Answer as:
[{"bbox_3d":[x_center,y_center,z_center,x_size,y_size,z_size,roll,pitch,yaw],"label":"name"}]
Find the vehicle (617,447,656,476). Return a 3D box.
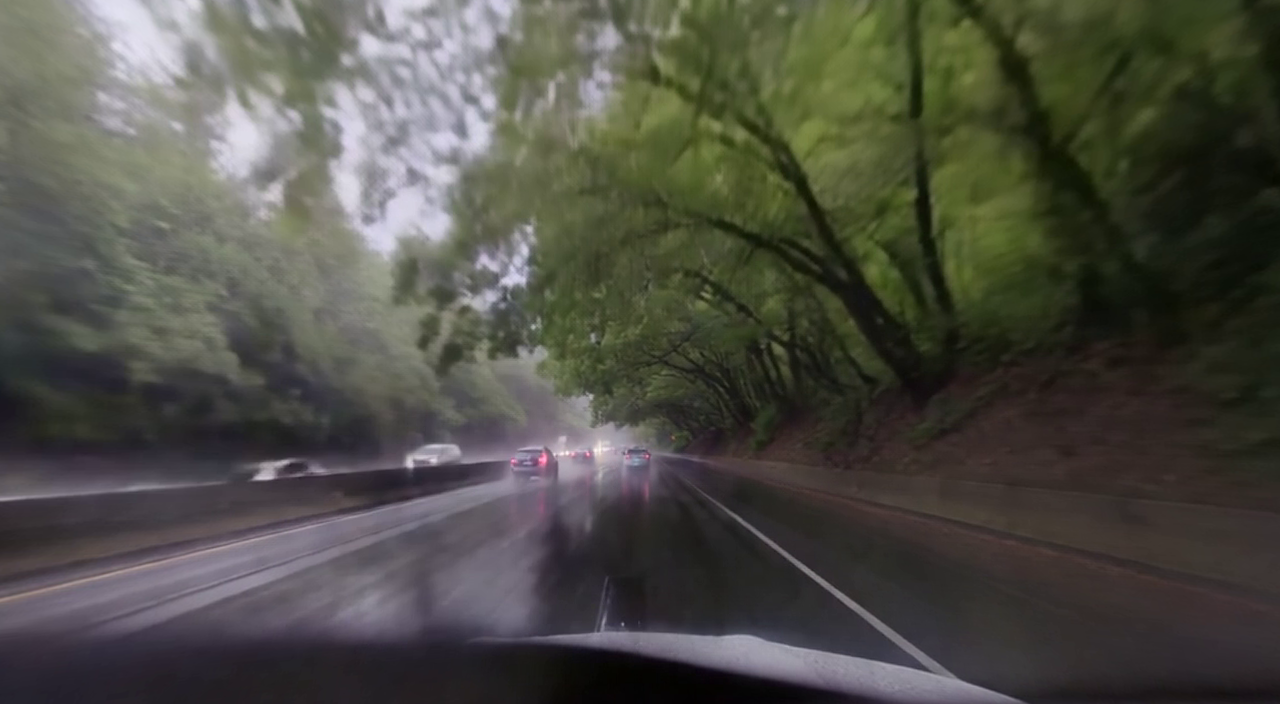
[{"bbox_3d":[-0.186,6.054,35.027,2.001,1.490,3.914,0,-9,0],"label":"vehicle"}]

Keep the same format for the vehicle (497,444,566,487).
[{"bbox_3d":[-4.145,4.423,24.783,1.978,1.538,3.755,0,-9,1],"label":"vehicle"}]

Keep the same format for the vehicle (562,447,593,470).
[{"bbox_3d":[-4.527,7.778,46.259,1.834,1.615,3.624,0,-9,1],"label":"vehicle"}]

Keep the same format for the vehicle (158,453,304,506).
[{"bbox_3d":[-12.544,3.905,19.703,1.854,1.428,4.065,0,-9,0],"label":"vehicle"}]
